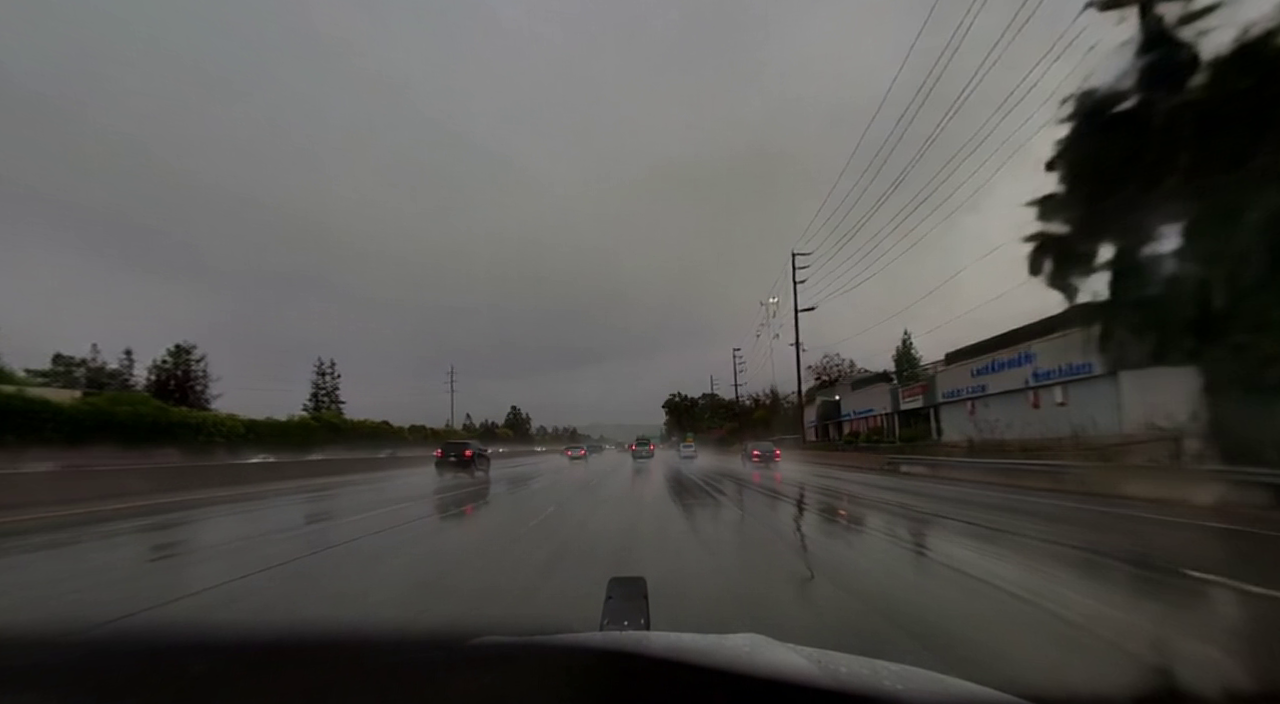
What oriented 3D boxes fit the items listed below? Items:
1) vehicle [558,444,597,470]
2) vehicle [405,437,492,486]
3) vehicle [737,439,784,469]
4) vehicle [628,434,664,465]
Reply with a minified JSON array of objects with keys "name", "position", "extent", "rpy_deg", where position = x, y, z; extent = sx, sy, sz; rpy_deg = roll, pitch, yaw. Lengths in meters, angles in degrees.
[{"name":"vehicle","position":[-3.854,6.524,39.360],"extent":[1.979,1.469,4.378],"rpy_deg":[0,-9,0]},{"name":"vehicle","position":[-7.386,4.261,24.831],"extent":[2.007,1.732,4.395],"rpy_deg":[0,-9,0]},{"name":"vehicle","position":[7.243,6.148,38.259],"extent":[1.937,1.698,4.322],"rpy_deg":[0,-8,-1]},{"name":"vehicle","position":[0.376,7.364,47.729],"extent":[2.622,2.208,5.320],"rpy_deg":[0,-8,-1]}]
